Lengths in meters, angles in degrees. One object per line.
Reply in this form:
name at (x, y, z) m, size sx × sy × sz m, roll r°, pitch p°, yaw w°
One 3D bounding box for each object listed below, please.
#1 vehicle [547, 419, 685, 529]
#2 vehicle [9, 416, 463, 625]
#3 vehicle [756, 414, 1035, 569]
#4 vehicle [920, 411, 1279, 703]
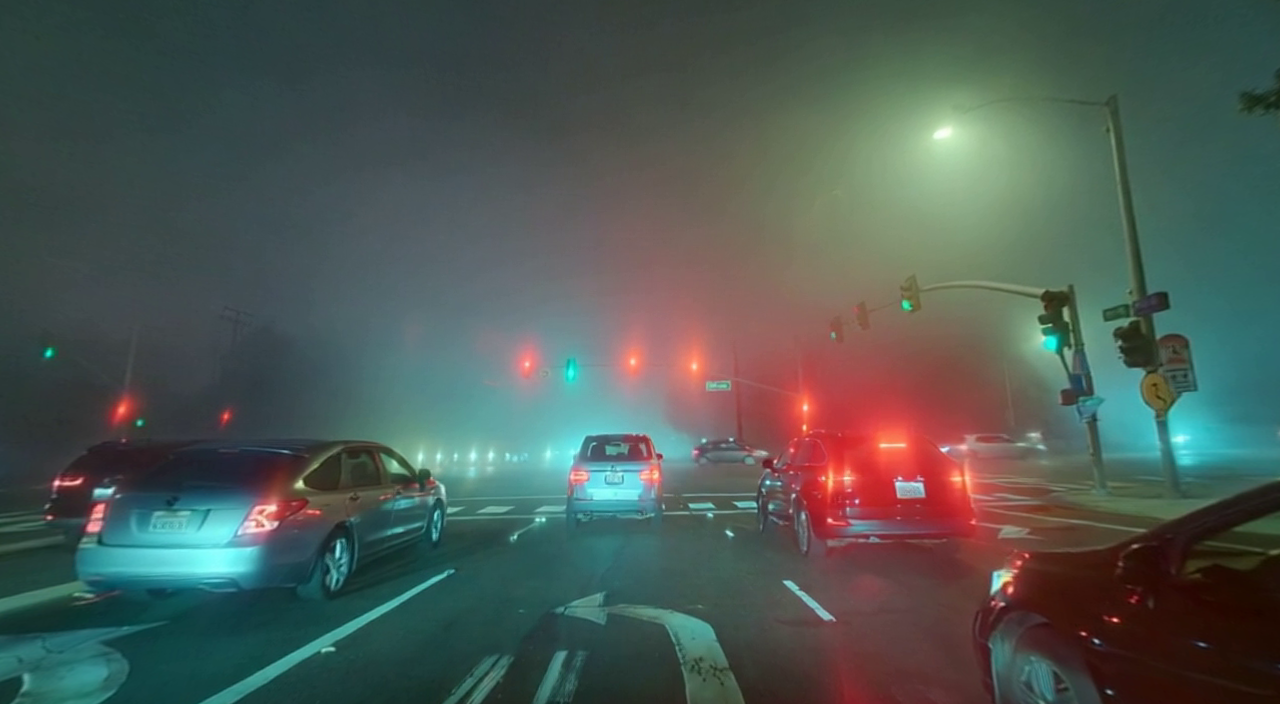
vehicle at (-0.404, 2.271, 12.240) m, size 2.215 × 1.749 × 3.976 m, roll 0°, pitch -8°, yaw 0°
vehicle at (-3.541, 1.538, 6.796) m, size 1.941 × 1.492 × 4.399 m, roll 0°, pitch -8°, yaw 1°
vehicle at (3.287, 1.884, 9.353) m, size 2.097 × 1.707 × 4.461 m, roll 0°, pitch -8°, yaw -2°
vehicle at (3.251, 1.028, 2.803) m, size 1.960 × 1.460 × 4.233 m, roll 0°, pitch -8°, yaw -2°
